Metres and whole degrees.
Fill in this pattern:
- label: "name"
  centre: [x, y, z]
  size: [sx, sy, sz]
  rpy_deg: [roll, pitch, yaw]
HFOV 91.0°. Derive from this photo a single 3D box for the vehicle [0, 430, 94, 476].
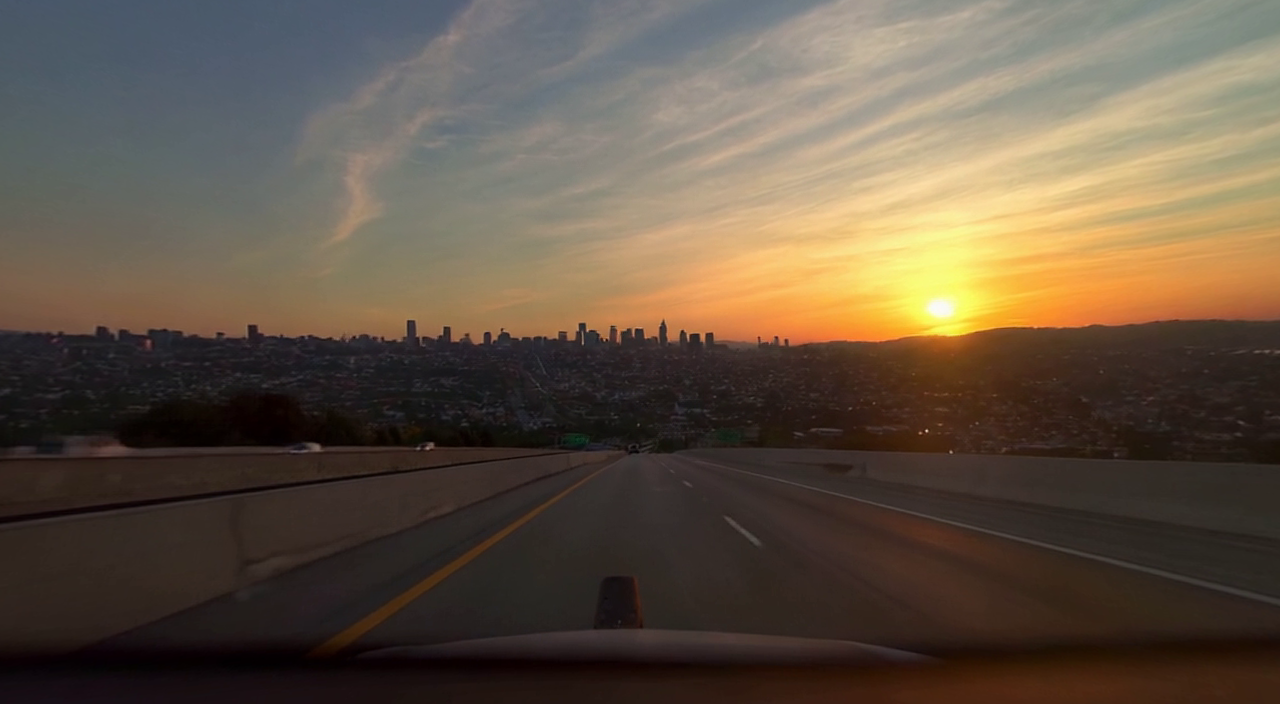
- label: "vehicle"
  centre: [-25.676, 4.136, 25.809]
  size: [2.117, 1.751, 4.999]
  rpy_deg: [0, -9, -2]
